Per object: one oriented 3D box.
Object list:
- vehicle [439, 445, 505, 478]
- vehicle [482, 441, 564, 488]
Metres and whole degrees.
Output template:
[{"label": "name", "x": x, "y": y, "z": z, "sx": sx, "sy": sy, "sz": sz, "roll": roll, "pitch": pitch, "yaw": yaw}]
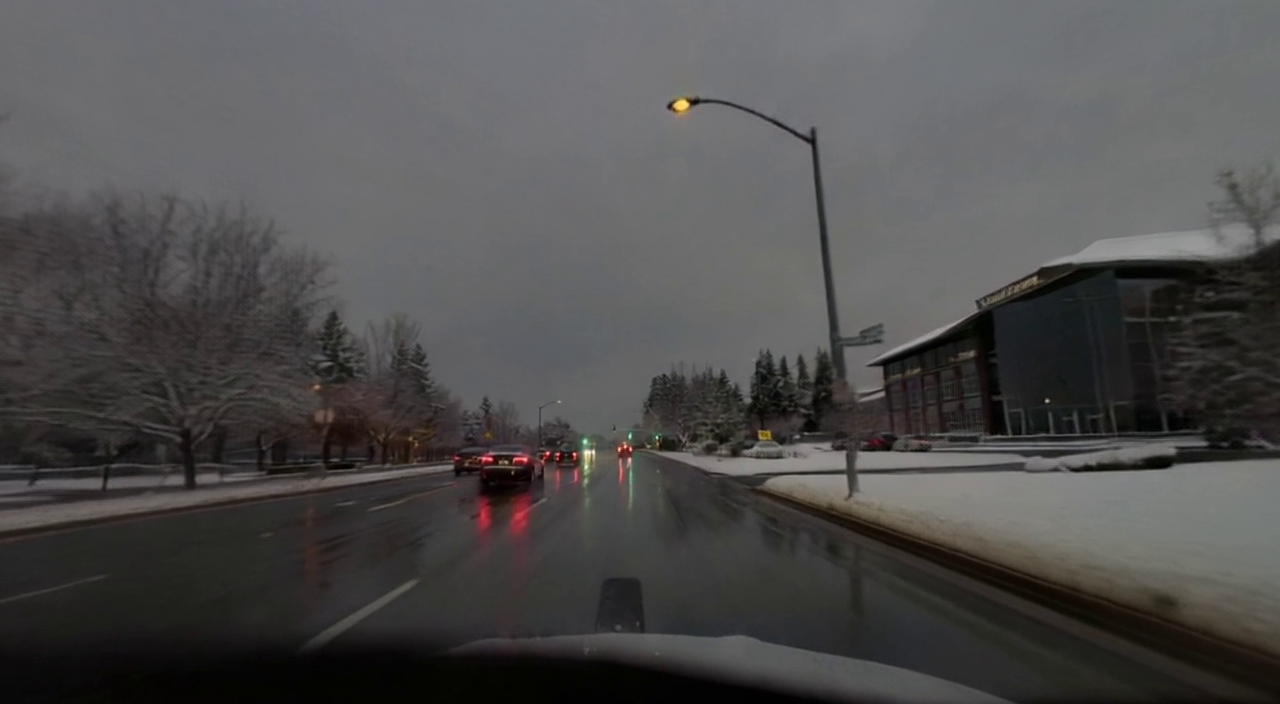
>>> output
[{"label": "vehicle", "x": -8.161, "y": 5.358, "z": 31.198, "sx": 1.976, "sy": 1.497, "sz": 4.709, "roll": 0, "pitch": -9, "yaw": 0}, {"label": "vehicle", "x": -4.017, "y": 3.949, "z": 22.526, "sx": 2.011, "sy": 1.483, "sz": 4.596, "roll": 0, "pitch": -9, "yaw": 0}]
